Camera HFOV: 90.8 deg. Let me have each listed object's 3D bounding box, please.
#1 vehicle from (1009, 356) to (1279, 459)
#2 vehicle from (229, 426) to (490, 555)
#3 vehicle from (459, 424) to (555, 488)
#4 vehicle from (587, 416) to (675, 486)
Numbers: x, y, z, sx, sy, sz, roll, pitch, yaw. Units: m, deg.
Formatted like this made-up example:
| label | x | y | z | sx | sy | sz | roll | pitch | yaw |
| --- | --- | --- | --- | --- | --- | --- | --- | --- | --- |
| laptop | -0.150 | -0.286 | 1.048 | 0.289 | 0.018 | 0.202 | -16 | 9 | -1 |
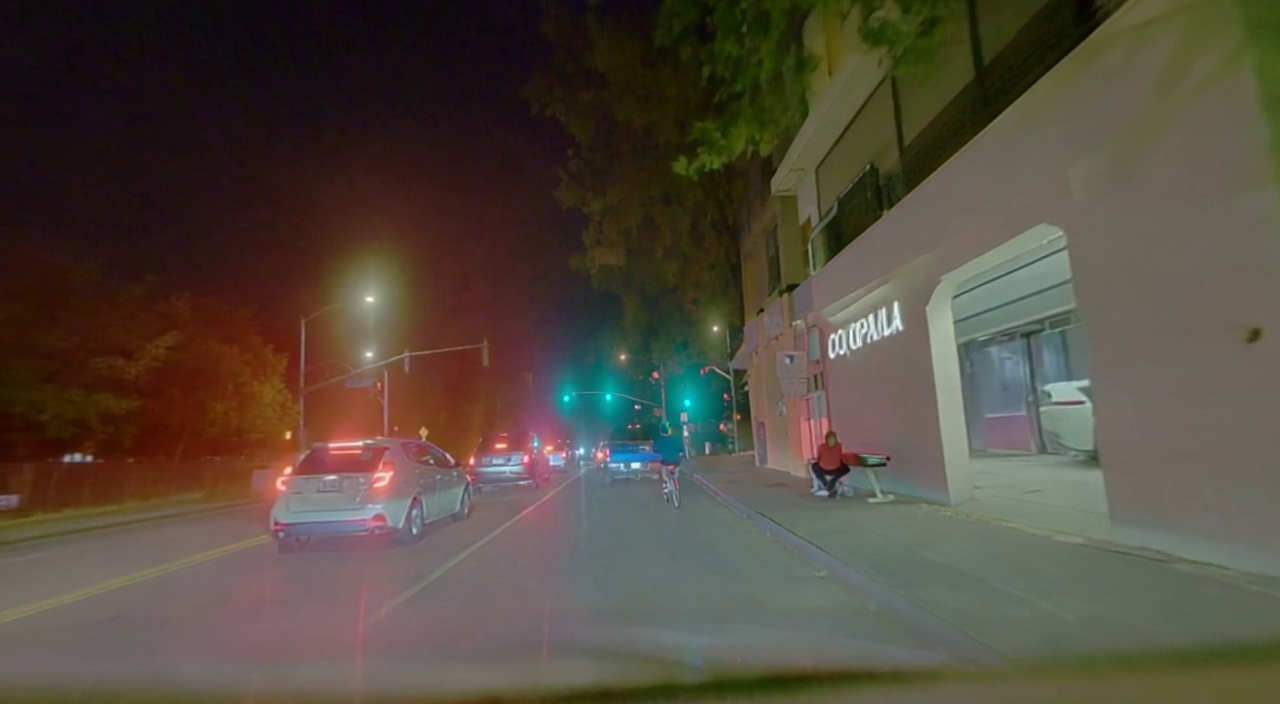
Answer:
| label | x | y | z | sx | sy | sz | roll | pitch | yaw |
| --- | --- | --- | --- | --- | --- | --- | --- | --- | --- |
| vehicle | 8.529 | 0.933 | 10.022 | 4.159 | 1.416 | 2.049 | 1 | -8 | -9 |
| vehicle | -3.766 | 1.917 | 9.490 | 2.064 | 1.486 | 4.140 | 0 | -8 | -1 |
| vehicle | -3.935 | 3.174 | 19.549 | 2.046 | 1.750 | 4.452 | 0 | -8 | -1 |
| vehicle | -0.310 | 3.071 | 19.846 | 2.426 | 1.882 | 5.027 | 0 | -8 | -1 |
